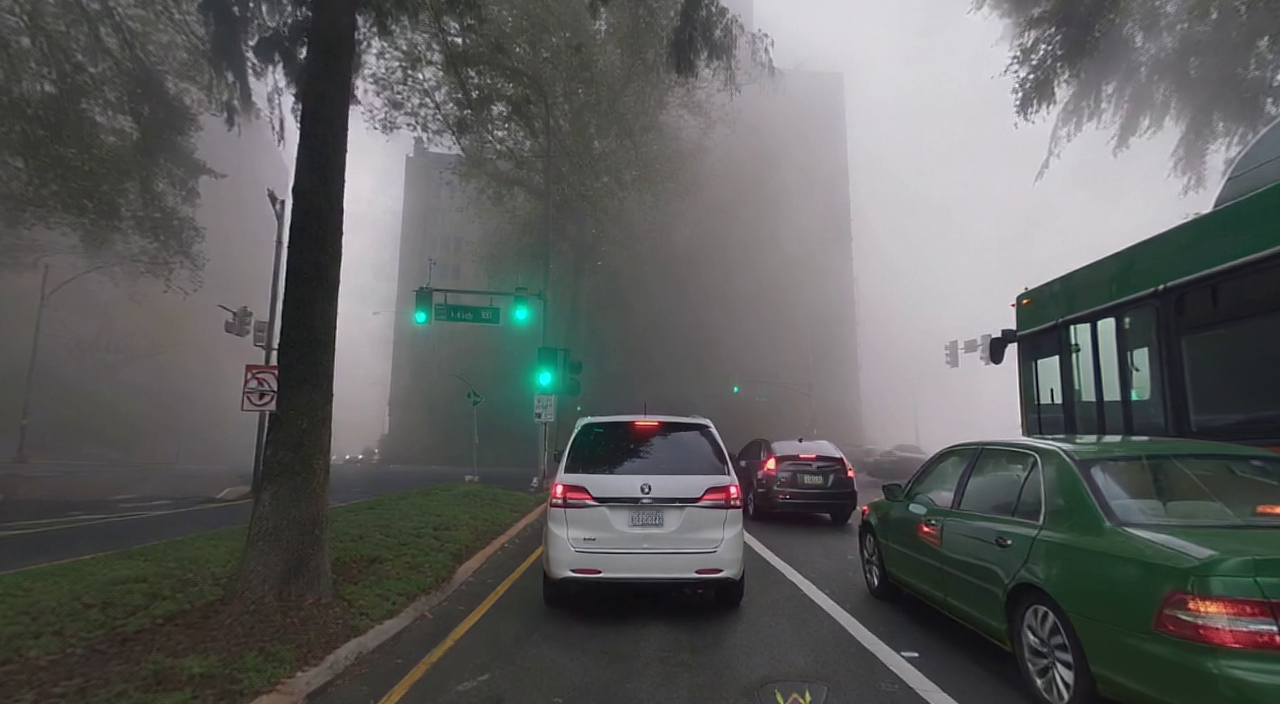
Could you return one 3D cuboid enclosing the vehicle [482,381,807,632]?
[{"bbox_3d":[0.011,1.475,7.007,2.381,1.842,4.603,0,-8,-1],"label":"vehicle"}]

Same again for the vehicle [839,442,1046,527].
[{"bbox_3d":[5.978,2.638,13.224,1.987,1.457,4.675,0,-8,-1],"label":"vehicle"}]

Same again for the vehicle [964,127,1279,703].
[{"bbox_3d":[2.611,0.317,0.426,2.037,2.065,5.037,0,-8,0],"label":"vehicle"}]
